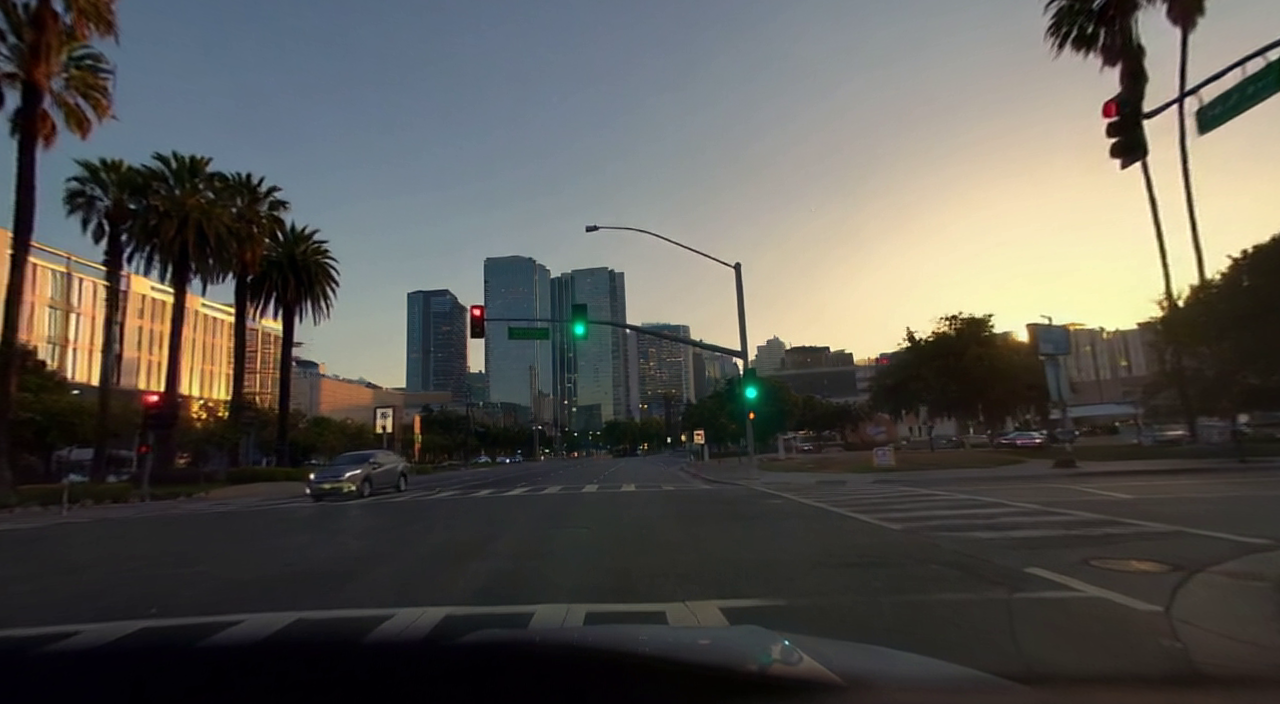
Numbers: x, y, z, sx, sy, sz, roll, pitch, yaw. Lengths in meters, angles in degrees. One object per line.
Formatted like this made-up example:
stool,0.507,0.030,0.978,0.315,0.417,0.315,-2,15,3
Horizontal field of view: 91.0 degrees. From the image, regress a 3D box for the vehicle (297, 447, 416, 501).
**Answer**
vehicle,-10.730,4.605,24.332,2.270,1.833,4.860,0,-9,1
